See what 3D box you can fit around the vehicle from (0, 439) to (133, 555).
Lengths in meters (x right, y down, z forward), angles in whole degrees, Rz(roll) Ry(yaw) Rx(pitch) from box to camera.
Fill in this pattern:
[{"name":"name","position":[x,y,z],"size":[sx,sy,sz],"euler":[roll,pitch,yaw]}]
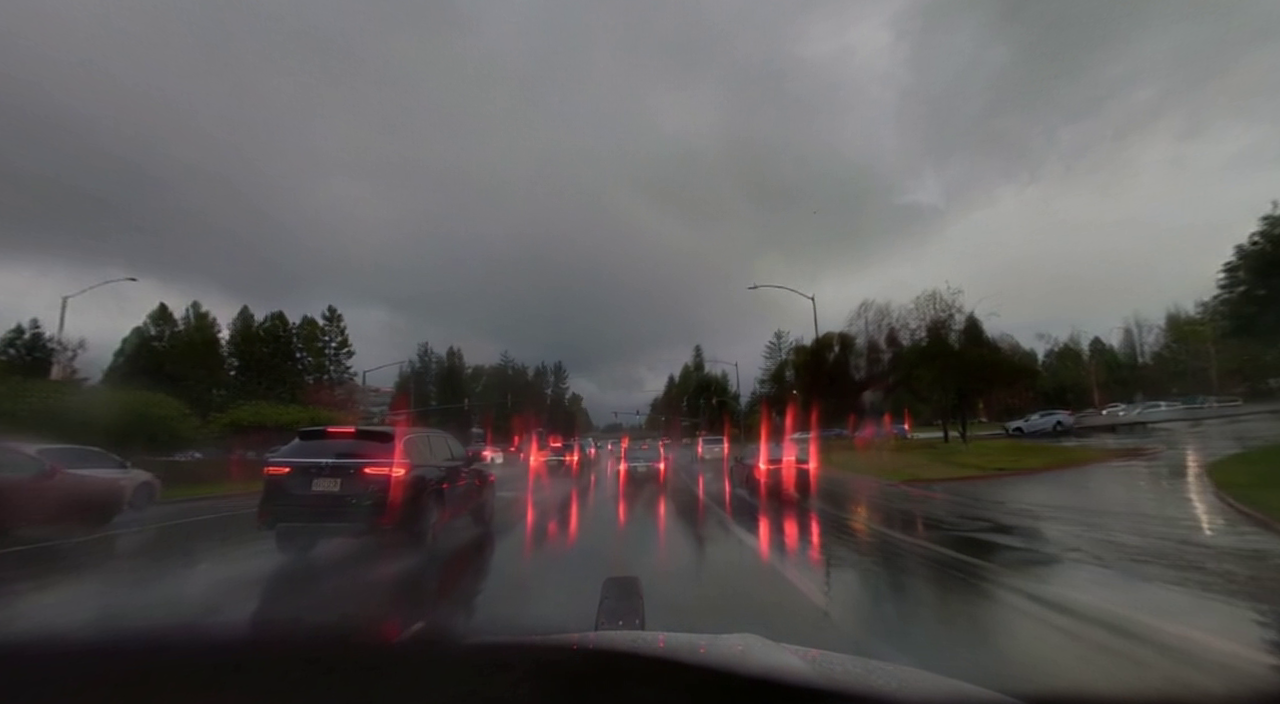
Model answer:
[{"name":"vehicle","position":[-9.342,1.833,7.905],"size":[2.146,1.480,4.589],"euler":[0,-9,1]}]

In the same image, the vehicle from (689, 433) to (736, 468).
[{"name":"vehicle","position":[4.045,5.608,35.895],"size":[2.099,1.845,4.363],"euler":[0,-9,-1]}]

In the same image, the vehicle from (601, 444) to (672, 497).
[{"name":"vehicle","position":[-0.081,3.735,20.346],"size":[2.030,1.477,4.330],"euler":[0,-9,1]}]

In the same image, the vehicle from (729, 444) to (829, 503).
[{"name":"vehicle","position":[3.860,3.428,18.296],"size":[1.884,1.463,4.195],"euler":[0,-9,-1]}]

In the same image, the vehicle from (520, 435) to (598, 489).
[{"name":"vehicle","position":[-2.956,4.149,24.112],"size":[2.218,1.829,4.492],"euler":[-1,-9,2]}]

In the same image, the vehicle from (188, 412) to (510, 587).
[{"name":"vehicle","position":[-3.480,1.880,9.056],"size":[2.111,1.745,5.274],"euler":[0,-9,0]}]

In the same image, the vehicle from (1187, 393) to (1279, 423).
[{"name":"vehicle","position":[44.278,4.213,47.176],"size":[5.388,2.023,2.174],"euler":[1,-9,-12]}]
